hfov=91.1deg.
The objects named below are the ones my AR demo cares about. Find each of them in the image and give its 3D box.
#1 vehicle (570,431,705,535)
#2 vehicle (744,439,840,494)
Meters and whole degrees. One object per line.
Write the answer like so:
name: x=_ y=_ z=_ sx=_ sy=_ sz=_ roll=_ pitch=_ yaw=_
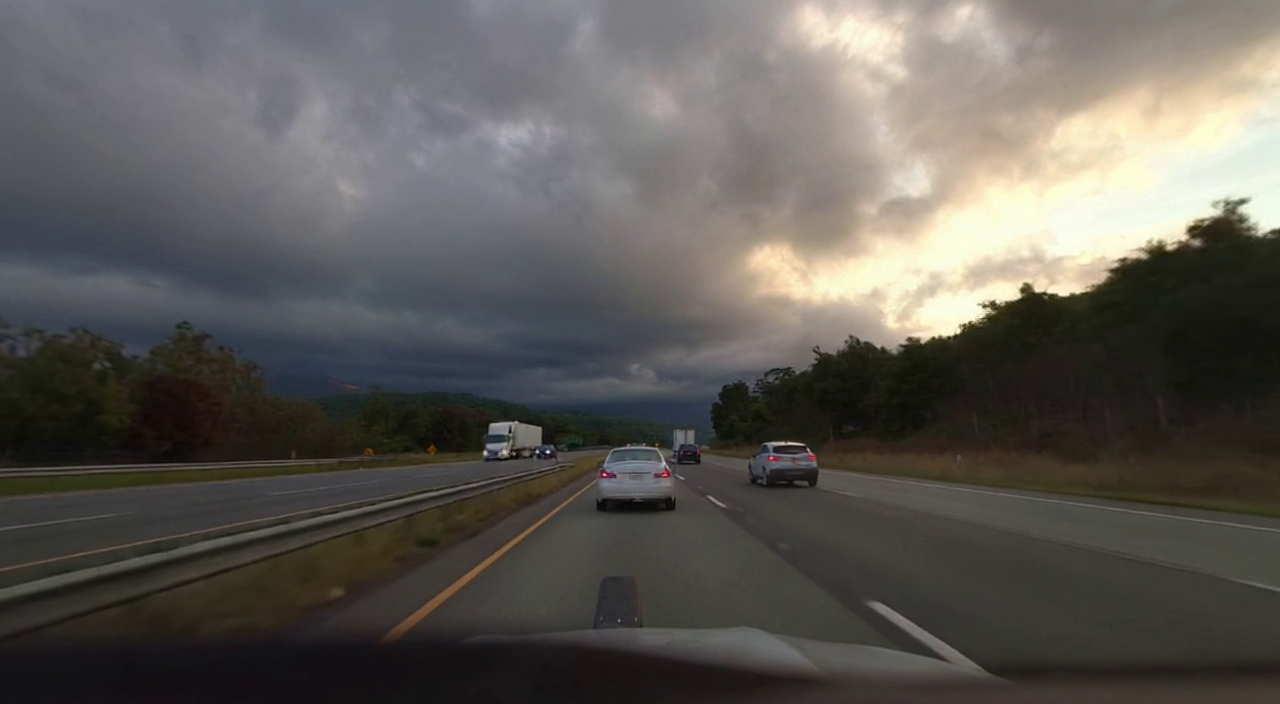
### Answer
vehicle: x=-0.077 y=2.322 z=11.657 sx=2.088 sy=1.580 sz=3.657 roll=0 pitch=-9 yaw=-1
vehicle: x=4.631 y=3.537 z=19.783 sx=1.931 sy=1.516 sz=3.995 roll=0 pitch=-9 yaw=-1
